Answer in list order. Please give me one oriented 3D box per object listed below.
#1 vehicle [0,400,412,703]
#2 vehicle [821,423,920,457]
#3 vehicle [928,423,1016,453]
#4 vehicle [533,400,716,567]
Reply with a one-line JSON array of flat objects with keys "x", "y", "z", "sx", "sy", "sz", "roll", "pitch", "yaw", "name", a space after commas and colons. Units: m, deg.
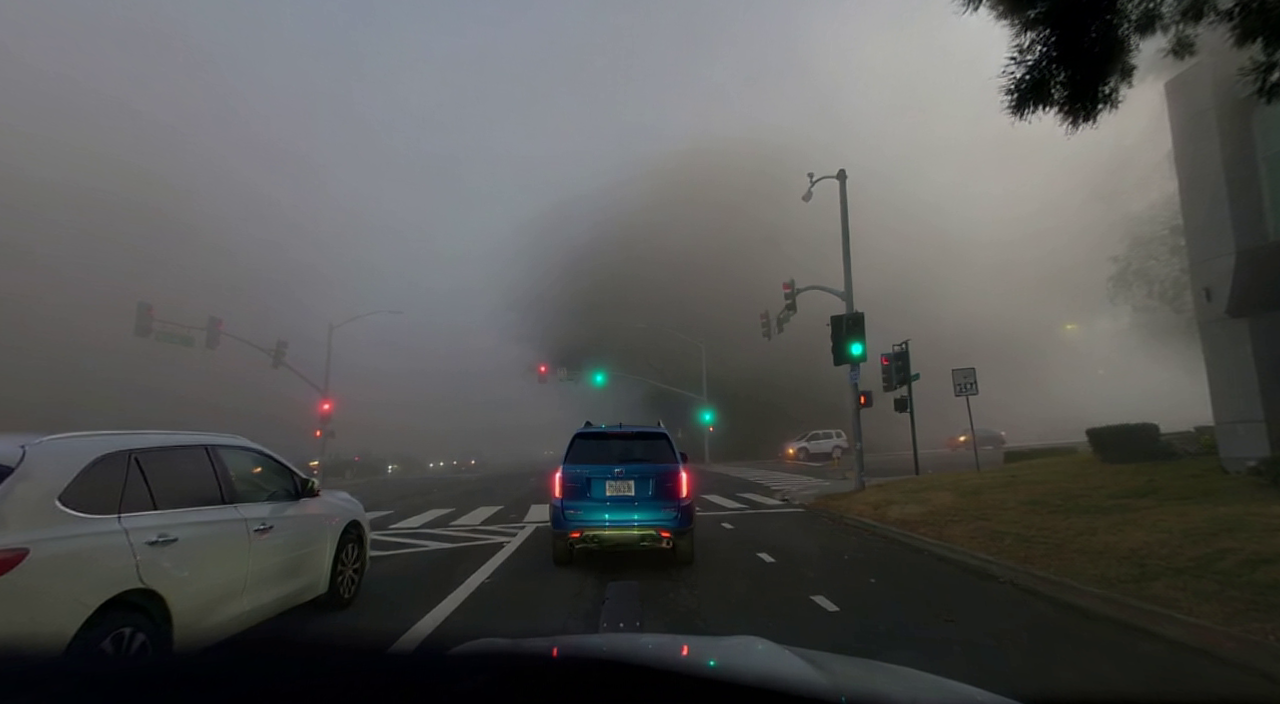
[{"x": -3.382, "y": 1.253, "z": 4.556, "sx": 2.011, "sy": 1.527, "sz": 4.008, "roll": 0, "pitch": -8, "yaw": -1, "name": "vehicle"}, {"x": 12.796, "y": 4.902, "z": 35.107, "sx": 4.872, "sy": 1.806, "sz": 2.107, "roll": 3, "pitch": -9, "yaw": -20, "name": "vehicle"}, {"x": 17.688, "y": 4.604, "z": 33.712, "sx": 3.830, "sy": 1.545, "sz": 2.006, "roll": 3, "pitch": -9, "yaw": -19, "name": "vehicle"}, {"x": -0.181, "y": 1.799, "z": 9.342, "sx": 2.059, "sy": 1.877, "sz": 4.249, "roll": 0, "pitch": -8, "yaw": 0, "name": "vehicle"}]
